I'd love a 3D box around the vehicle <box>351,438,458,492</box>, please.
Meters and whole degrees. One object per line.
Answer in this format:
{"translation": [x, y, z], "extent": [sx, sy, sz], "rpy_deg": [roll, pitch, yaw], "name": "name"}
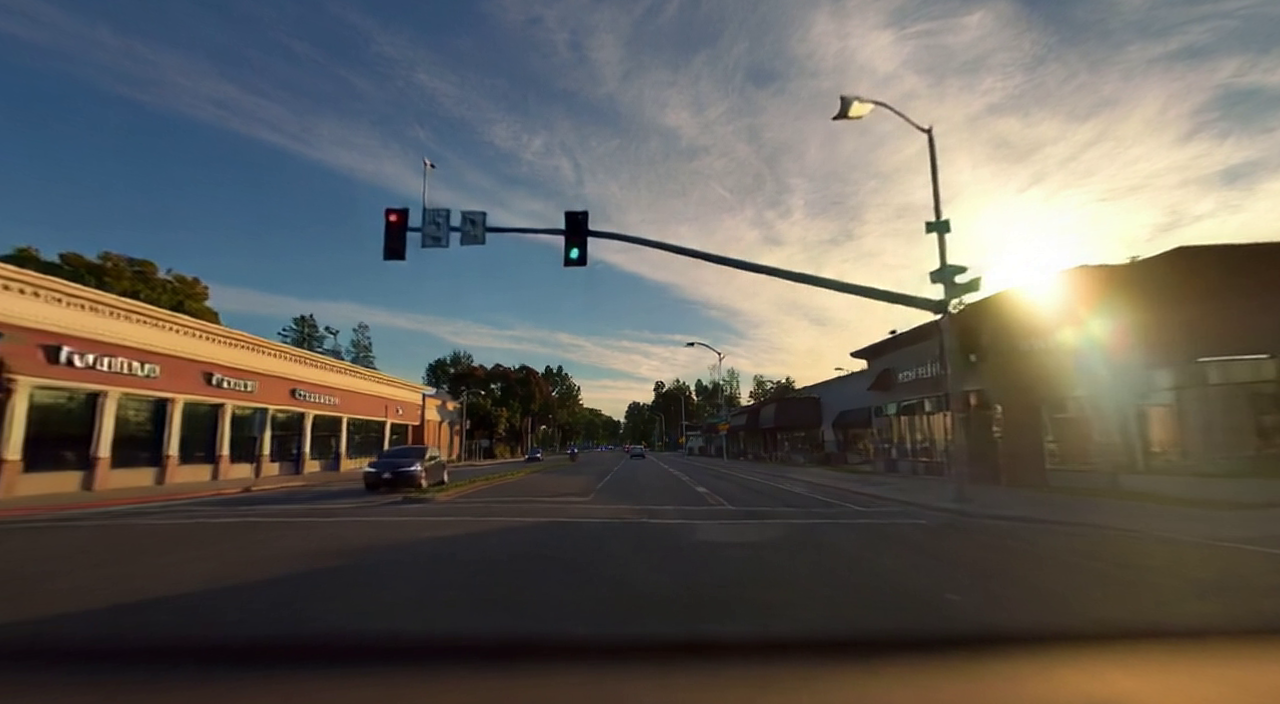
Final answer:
{"translation": [-7.731, 3.807, 21.260], "extent": [2.011, 1.490, 4.472], "rpy_deg": [-3, -10, -2], "name": "vehicle"}
